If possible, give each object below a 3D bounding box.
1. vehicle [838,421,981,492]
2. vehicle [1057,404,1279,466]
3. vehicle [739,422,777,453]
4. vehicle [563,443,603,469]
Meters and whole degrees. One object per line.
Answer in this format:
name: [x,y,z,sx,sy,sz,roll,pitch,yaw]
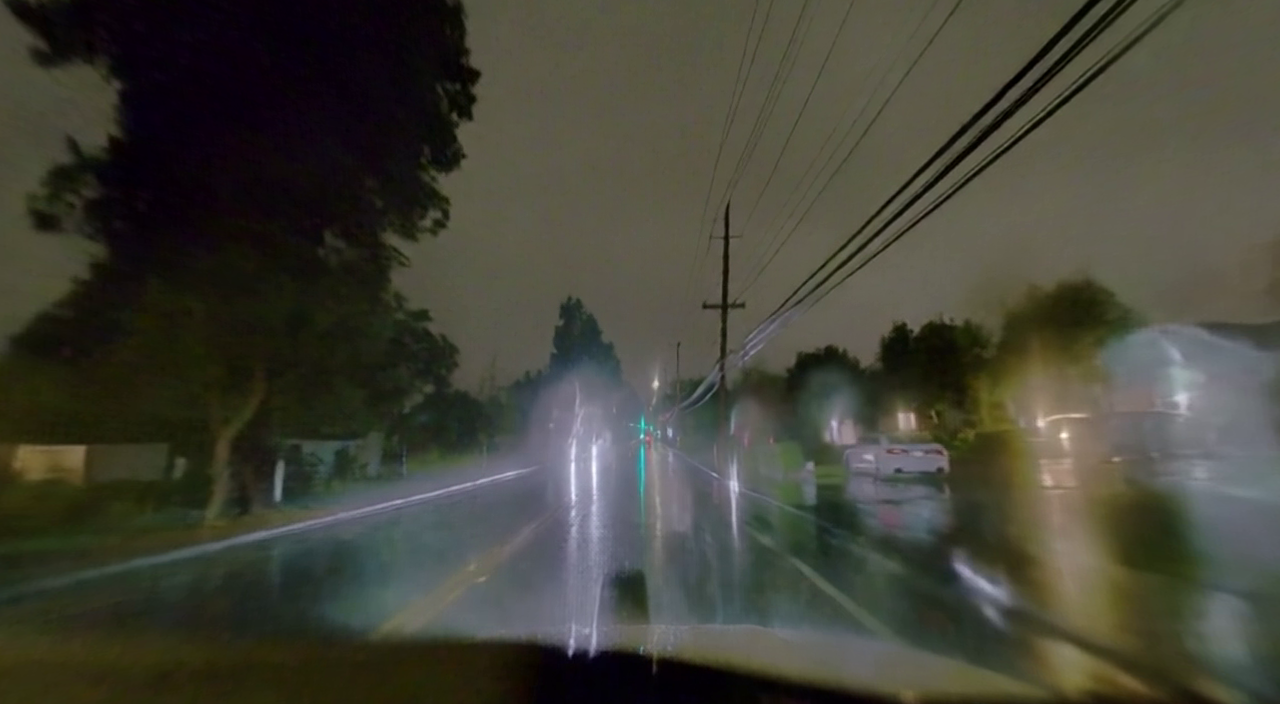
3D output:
vehicle: [7.124,2.825,17.278,2.071,1.510,4.418,-6,-9,3]
vehicle: [14.332,2.231,16.811,4.848,1.509,1.976,-1,-8,9]
vehicle: [7.905,5.804,42.561,1.878,1.743,4.556,-7,-9,4]
vehicle: [-3.534,6.558,39.979,2.028,1.488,4.392,0,-8,2]
